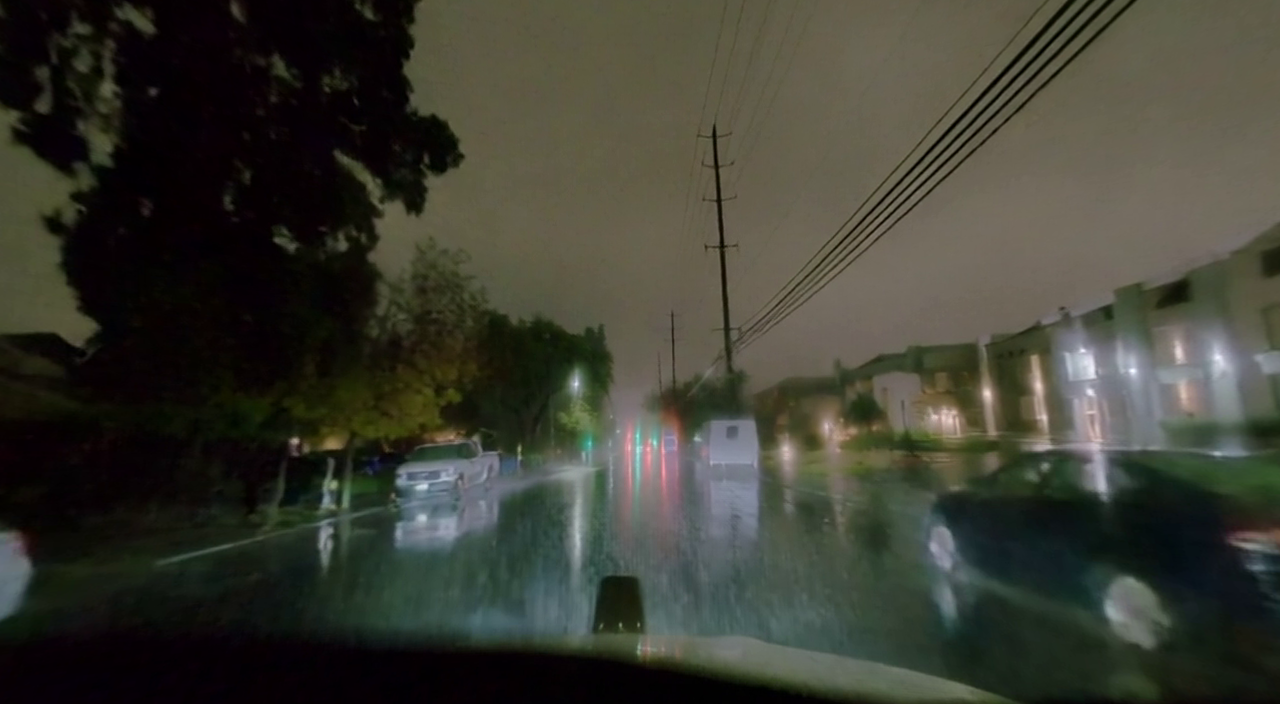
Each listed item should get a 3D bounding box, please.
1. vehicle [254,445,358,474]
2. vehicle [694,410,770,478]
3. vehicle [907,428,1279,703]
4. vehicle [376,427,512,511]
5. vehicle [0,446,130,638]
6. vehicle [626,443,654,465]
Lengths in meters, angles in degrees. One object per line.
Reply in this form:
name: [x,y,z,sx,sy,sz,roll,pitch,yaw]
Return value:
vehicle: [-19.968,6.419,37.982,5.310,1.547,1.820,3,-9,-26]
vehicle: [4.068,4.238,29.127,2.384,2.791,5.899,0,-8,-2]
vehicle: [4.040,1.331,4.856,1.879,1.395,4.374,0,-8,-3]
vehicle: [-5.895,3.497,19.966,2.284,2.119,5.984,-3,-7,1]
vehicle: [-5.983,1.354,3.274,2.094,1.433,5.740,-3,-7,-2]
vehicle: [-0.003,7.790,48.420,2.062,1.509,4.305,0,-8,0]
